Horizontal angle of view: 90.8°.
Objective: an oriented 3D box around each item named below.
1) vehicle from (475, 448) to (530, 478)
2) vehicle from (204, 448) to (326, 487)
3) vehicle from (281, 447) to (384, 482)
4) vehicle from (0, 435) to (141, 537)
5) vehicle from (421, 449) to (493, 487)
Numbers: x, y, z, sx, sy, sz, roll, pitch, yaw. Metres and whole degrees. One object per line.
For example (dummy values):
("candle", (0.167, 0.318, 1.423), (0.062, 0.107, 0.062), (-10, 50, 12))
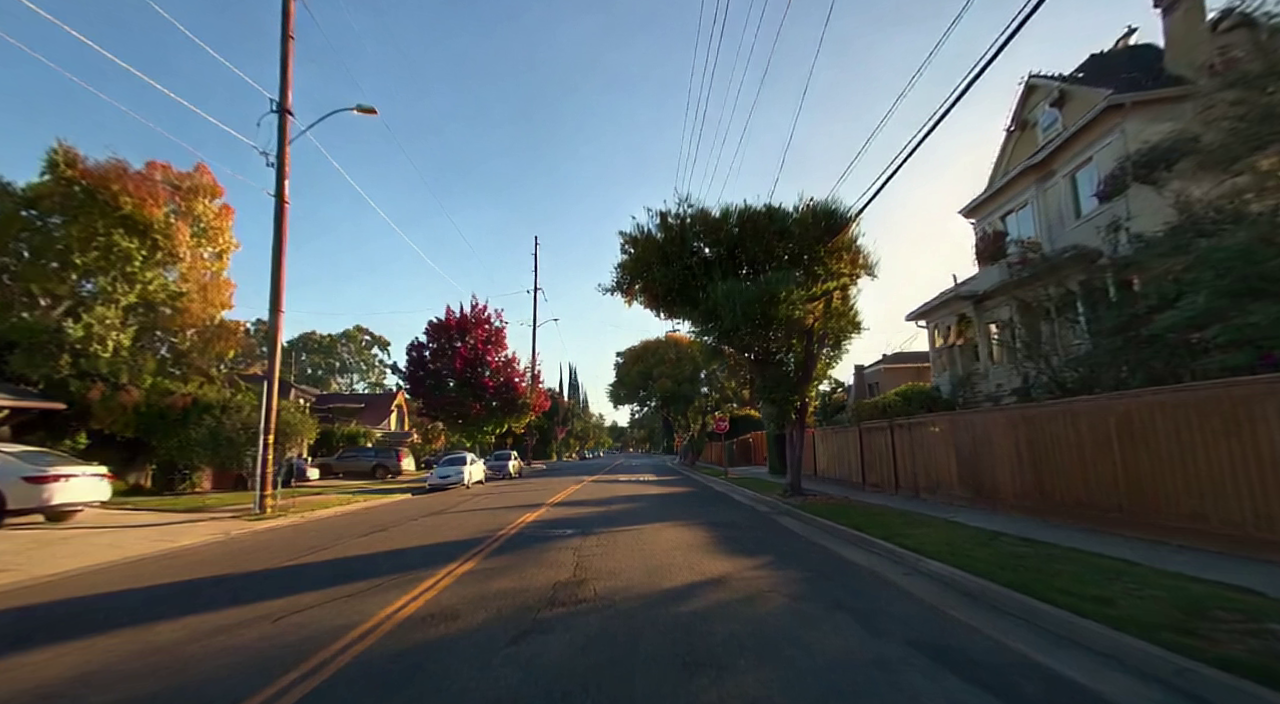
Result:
("vehicle", (-8.480, 6.875, 39.393), (2.047, 1.679, 3.948), (-1, -9, 9))
("vehicle", (-17.984, 5.522, 30.541), (4.539, 1.737, 2.098), (2, -9, -13))
("vehicle", (-16.261, 5.957, 33.656), (4.364, 1.802, 2.122), (1, -9, -7))
("vehicle", (-13.677, 2.649, 12.757), (5.034, 1.887, 2.245), (2, -9, -12))
("vehicle", (-8.589, 5.436, 29.993), (1.950, 1.627, 4.027), (-1, -9, 4))
